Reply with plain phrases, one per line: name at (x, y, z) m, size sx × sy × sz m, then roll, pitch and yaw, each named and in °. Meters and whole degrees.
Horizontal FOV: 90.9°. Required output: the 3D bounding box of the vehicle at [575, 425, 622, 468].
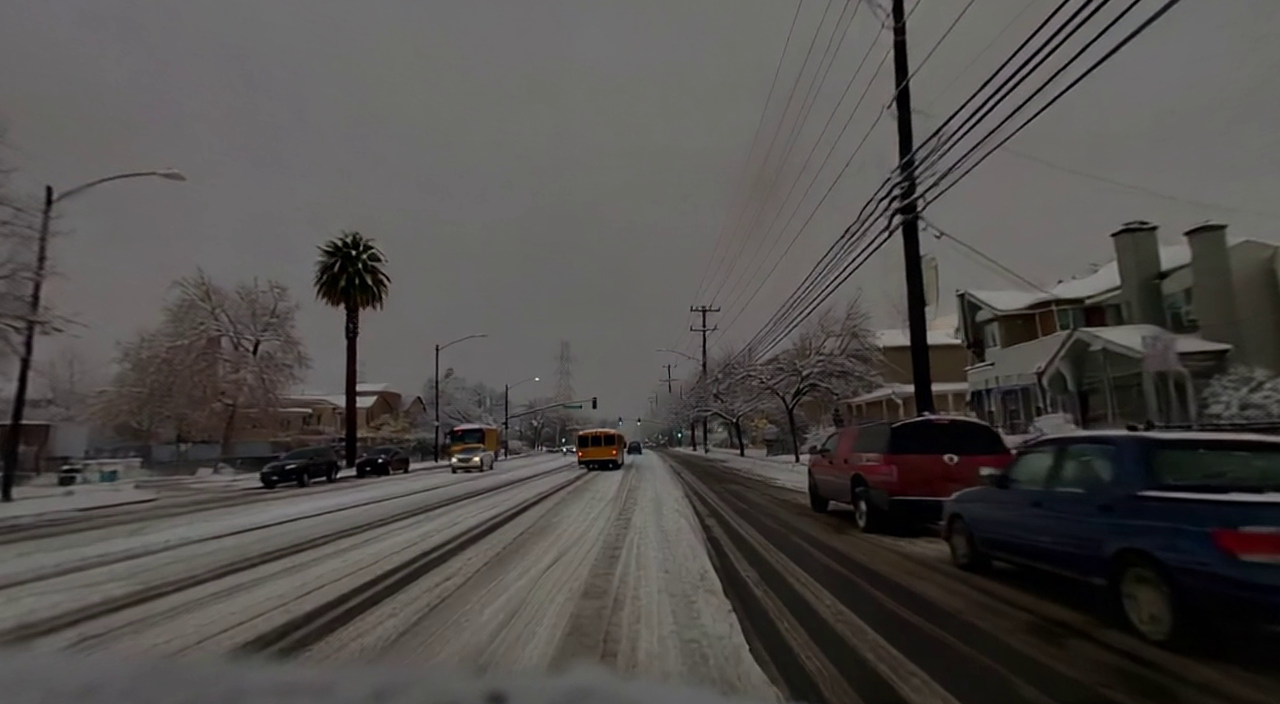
vehicle at (-2.084, 4.909, 32.792) m, size 2.168 × 2.040 × 4.527 m, roll 0°, pitch -8°, yaw 0°

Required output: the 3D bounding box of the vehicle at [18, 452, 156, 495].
vehicle at (-20.651, 4.527, 23.633) m, size 3.558 × 1.480 × 1.670 m, roll 0°, pitch -8°, yaw 0°

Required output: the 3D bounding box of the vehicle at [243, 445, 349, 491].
vehicle at (-15.373, 5.153, 28.513) m, size 1.993 × 1.639 × 5.065 m, roll -7°, pitch -8°, yaw -1°

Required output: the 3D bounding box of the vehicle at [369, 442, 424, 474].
vehicle at (-15.379, 6.690, 40.039) m, size 1.888 × 1.766 × 4.127 m, roll -5°, pitch -8°, yaw -1°

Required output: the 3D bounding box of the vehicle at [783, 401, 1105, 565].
vehicle at (4.039, 1.859, 9.812) m, size 2.259 × 1.825 × 5.285 m, roll 0°, pitch -8°, yaw -1°

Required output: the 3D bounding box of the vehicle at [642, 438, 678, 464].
vehicle at (1.206, 6.025, 38.573) m, size 2.063 × 1.495 × 3.849 m, roll 0°, pitch -8°, yaw 1°

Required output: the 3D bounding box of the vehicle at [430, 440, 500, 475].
vehicle at (-8.530, 5.154, 31.165) m, size 2.096 × 1.552 × 4.714 m, roll 0°, pitch -8°, yaw 0°

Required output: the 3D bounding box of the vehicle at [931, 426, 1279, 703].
vehicle at (4.138, 1.298, 4.469) m, size 1.838 × 1.458 × 4.750 m, roll 0°, pitch -8°, yaw -1°
